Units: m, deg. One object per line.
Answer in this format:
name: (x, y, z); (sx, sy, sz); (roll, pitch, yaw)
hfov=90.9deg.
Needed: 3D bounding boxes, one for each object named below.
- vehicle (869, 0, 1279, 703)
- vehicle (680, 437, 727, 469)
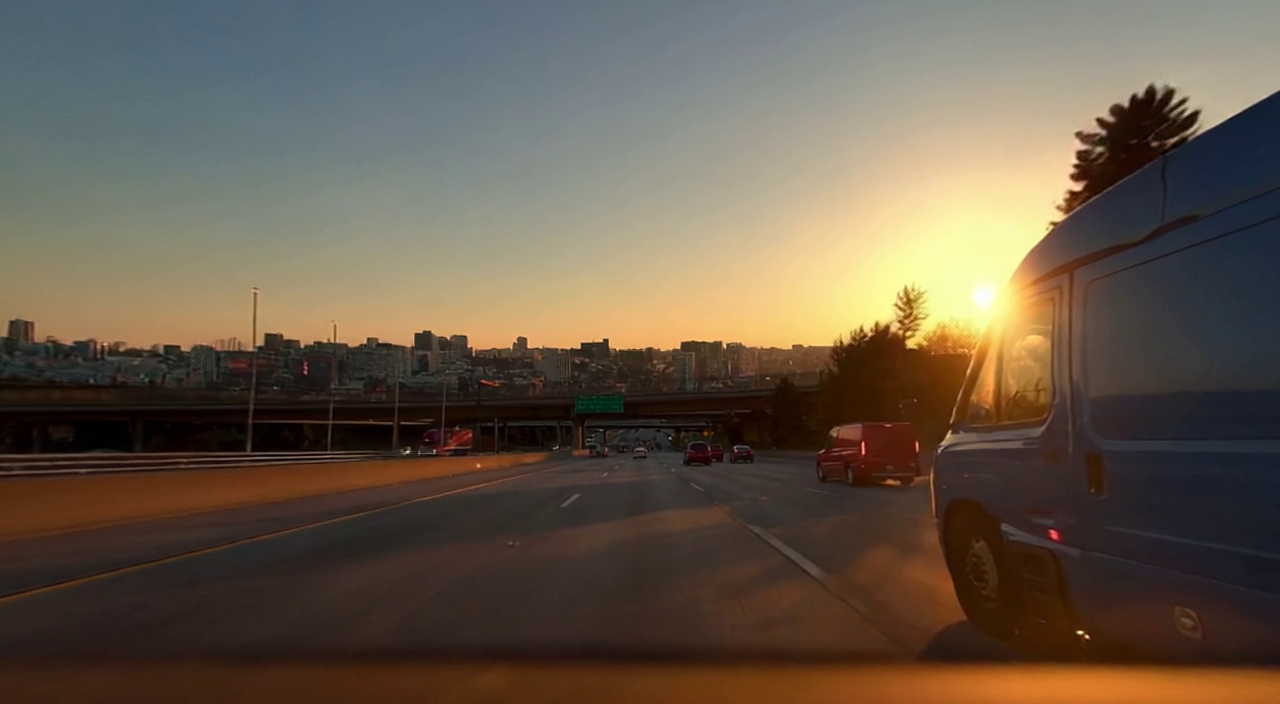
vehicle: (3.170, 0.236, 1.764); (2.436, 2.745, 7.034); (0, -8, 0)
vehicle: (4.039, 6.562, 41.252); (2.464, 1.961, 5.520); (0, -8, -1)
